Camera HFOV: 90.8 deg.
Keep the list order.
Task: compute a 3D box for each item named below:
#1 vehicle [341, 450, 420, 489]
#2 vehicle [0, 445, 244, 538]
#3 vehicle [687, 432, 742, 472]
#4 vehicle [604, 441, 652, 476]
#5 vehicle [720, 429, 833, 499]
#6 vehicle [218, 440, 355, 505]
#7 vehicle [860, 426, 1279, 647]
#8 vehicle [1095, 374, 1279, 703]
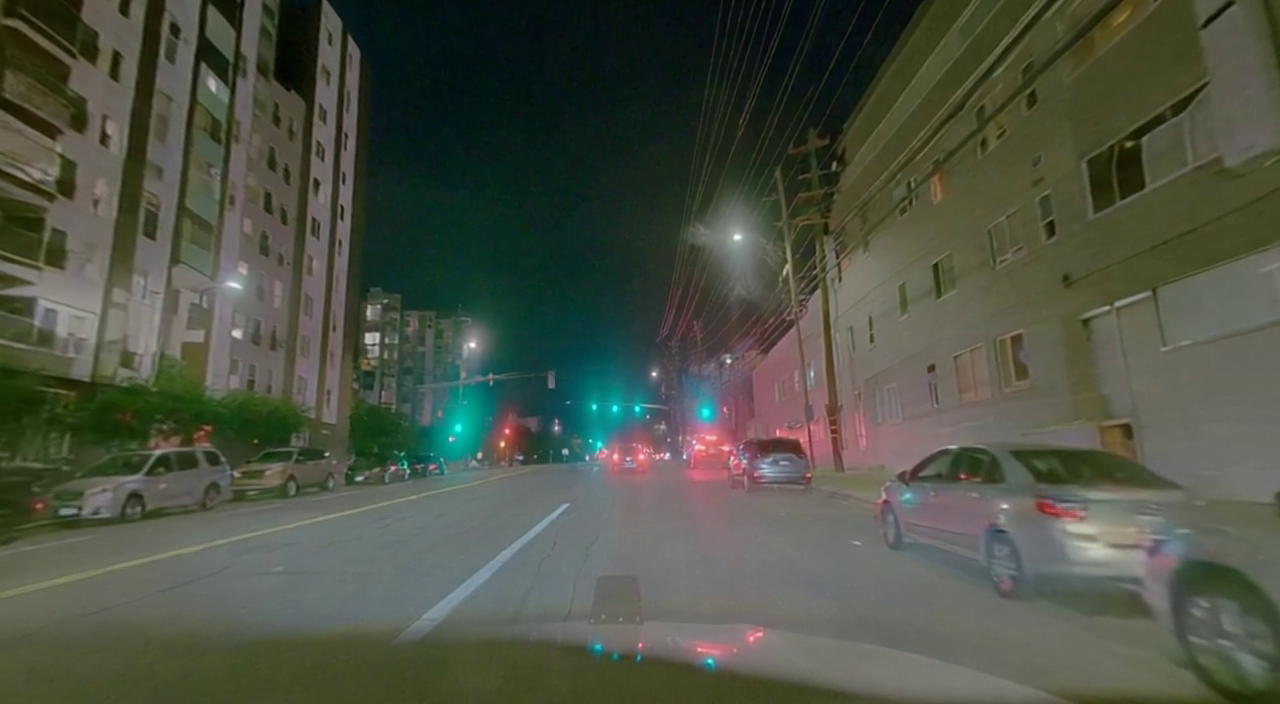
[{"bbox_3d":[-11.864,5.375,29.177,2.004,1.526,3.807,-2,-8,1],"label":"vehicle"},{"bbox_3d":[-11.805,3.088,14.762,2.039,1.781,4.536,0,-8,1],"label":"vehicle"},{"bbox_3d":[3.892,5.343,33.942,2.248,1.945,5.011,0,-8,-1],"label":"vehicle"},{"bbox_3d":[-0.484,4.756,28.521,2.019,1.453,4.129,0,-8,1],"label":"vehicle"},{"bbox_3d":[3.791,3.213,18.520,2.186,1.764,4.470,0,-8,-2],"label":"vehicle"},{"bbox_3d":[-11.788,4.001,21.562,1.997,1.918,4.736,0,-8,-1],"label":"vehicle"},{"bbox_3d":[4.067,1.578,6.575,1.956,1.489,4.441,0,-8,0],"label":"vehicle"},{"bbox_3d":[3.962,0.738,1.503,1.973,1.660,5.031,0,-8,0],"label":"vehicle"}]
